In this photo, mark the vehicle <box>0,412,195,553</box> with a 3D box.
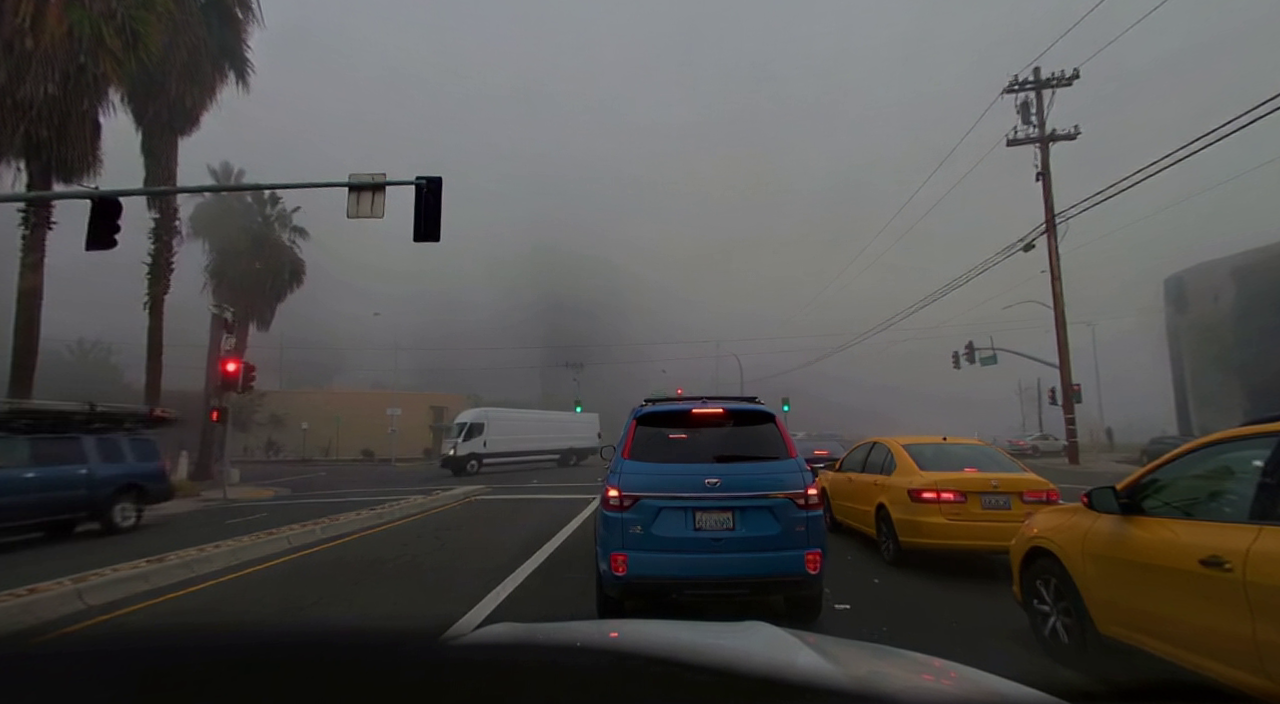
[{"bbox_3d":[-13.103,2.714,13.483,2.230,2.653,5.869,-1,-9,8],"label":"vehicle"}]

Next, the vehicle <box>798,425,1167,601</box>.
[{"bbox_3d":[3.436,1.681,7.503,1.895,1.456,4.255,0,-9,-2],"label":"vehicle"}]

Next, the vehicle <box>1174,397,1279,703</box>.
[{"bbox_3d":[3.357,0.653,0.658,1.805,1.485,4.348,0,-9,1],"label":"vehicle"}]

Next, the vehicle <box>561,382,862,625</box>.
[{"bbox_3d":[0.454,1.436,6.883,2.228,1.780,4.269,0,-9,-2],"label":"vehicle"}]

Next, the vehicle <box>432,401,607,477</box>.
[{"bbox_3d":[-6.727,5.323,38.153,2.973,3.889,11.535,-6,-10,34],"label":"vehicle"}]
